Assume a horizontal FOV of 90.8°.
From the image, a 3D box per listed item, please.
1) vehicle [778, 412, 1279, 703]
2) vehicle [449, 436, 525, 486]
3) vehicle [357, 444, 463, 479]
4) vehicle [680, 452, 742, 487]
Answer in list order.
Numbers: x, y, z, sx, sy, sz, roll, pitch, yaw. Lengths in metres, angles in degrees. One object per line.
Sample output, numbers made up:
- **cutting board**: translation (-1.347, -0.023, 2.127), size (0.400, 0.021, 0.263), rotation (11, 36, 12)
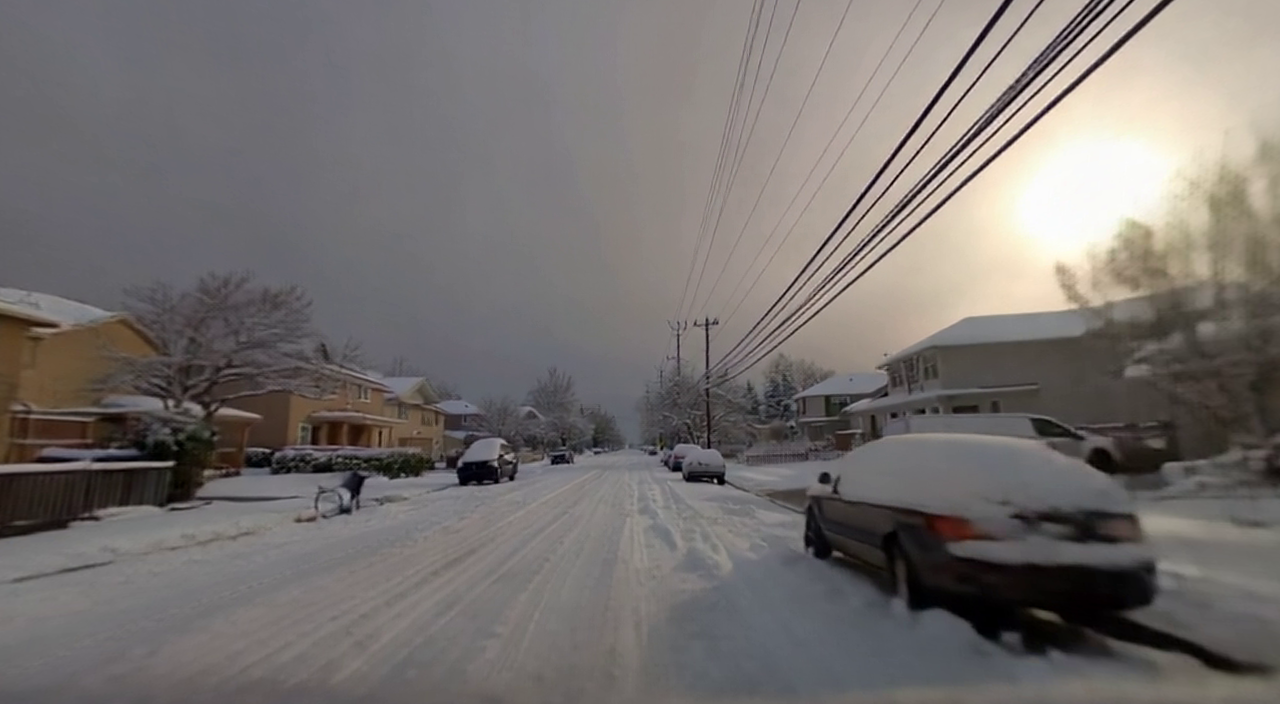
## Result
- **vehicle**: translation (2.754, 1.375, 5.089), size (2.273, 1.530, 4.416), rotation (0, -9, 0)
- **vehicle**: translation (-6.588, 4.868, 27.827), size (2.156, 1.932, 4.518), rotation (-2, -12, 1)
- **vehicle**: translation (-11.739, 5.605, 32.514), size (4.529, 1.677, 2.204), rotation (0, -9, 0)
- **vehicle**: translation (2.790, 4.714, 25.630), size (1.827, 1.286, 3.684), rotation (1, -9, -5)
